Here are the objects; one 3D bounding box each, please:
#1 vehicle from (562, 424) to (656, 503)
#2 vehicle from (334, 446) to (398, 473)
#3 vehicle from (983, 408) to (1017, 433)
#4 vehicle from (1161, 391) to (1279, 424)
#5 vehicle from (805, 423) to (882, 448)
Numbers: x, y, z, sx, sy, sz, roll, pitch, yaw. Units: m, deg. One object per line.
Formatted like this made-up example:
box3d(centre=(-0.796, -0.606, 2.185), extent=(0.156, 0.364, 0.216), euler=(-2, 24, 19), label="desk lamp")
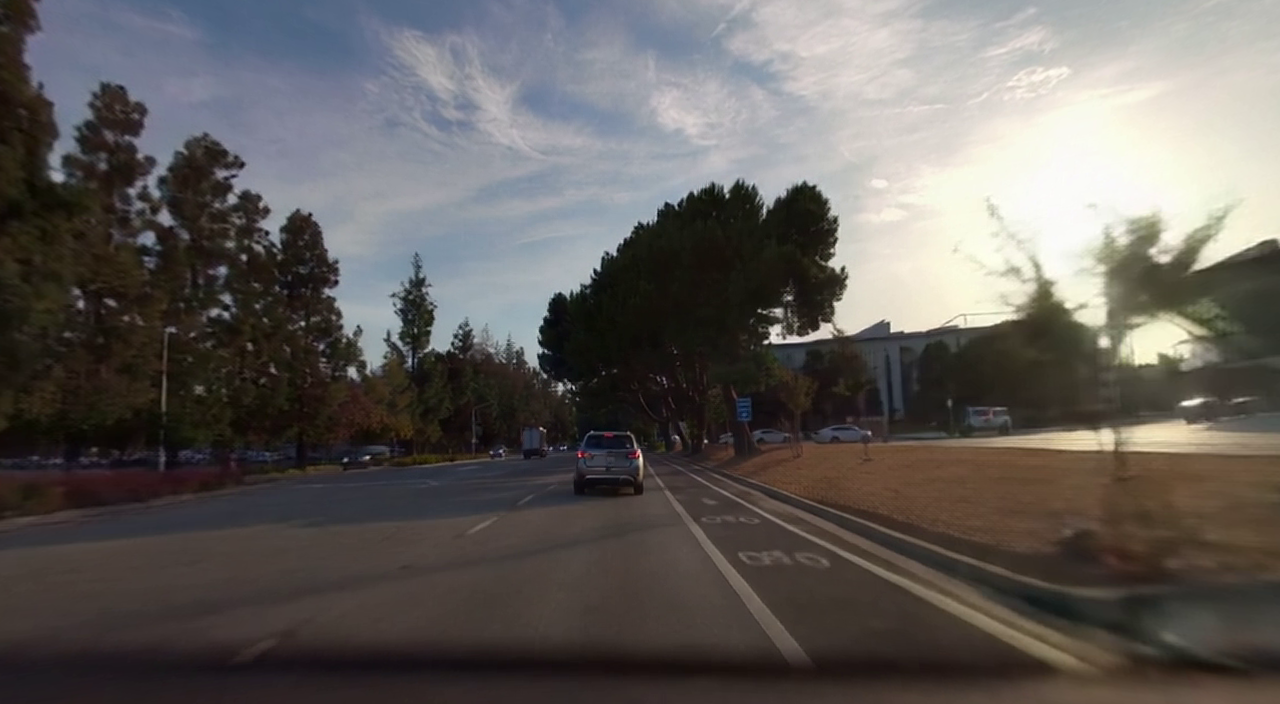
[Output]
box3d(centre=(-0.733, 2.836, 16.437), extent=(2.131, 1.761, 4.242), euler=(0, -8, -1), label="vehicle")
box3d(centre=(-17.475, 6.853, 40.587), extent=(1.978, 1.620, 4.642), euler=(0, -8, 0), label="vehicle")
box3d(centre=(26.348, 5.080, 46.345), extent=(1.895, 1.576, 4.434), euler=(-5, -10, 27), label="vehicle")
box3d(centre=(32.682, 3.192, 35.705), extent=(1.851, 1.595, 4.463), euler=(5, -10, -28), label="vehicle")
box3d(centre=(12.653, 5.239, 39.472), extent=(4.204, 1.486, 1.781), euler=(1, -8, -1), label="vehicle")
